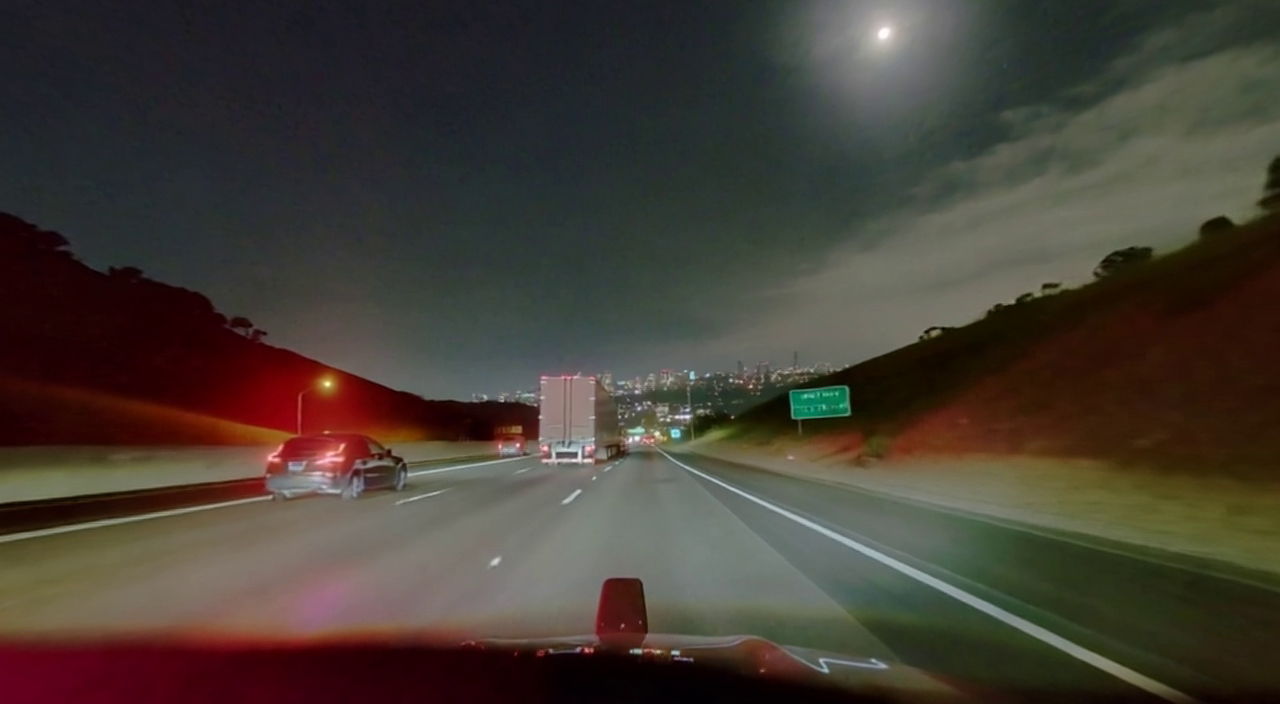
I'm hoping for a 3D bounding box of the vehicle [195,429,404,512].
[{"bbox_3d":[-7.023,2.468,13.712,1.911,1.494,4.555,0,-8,1],"label":"vehicle"}]

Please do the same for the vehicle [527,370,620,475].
[{"bbox_3d":[-2.995,4.068,34.327,3.202,4.352,16.251,0,-8,0],"label":"vehicle"}]
